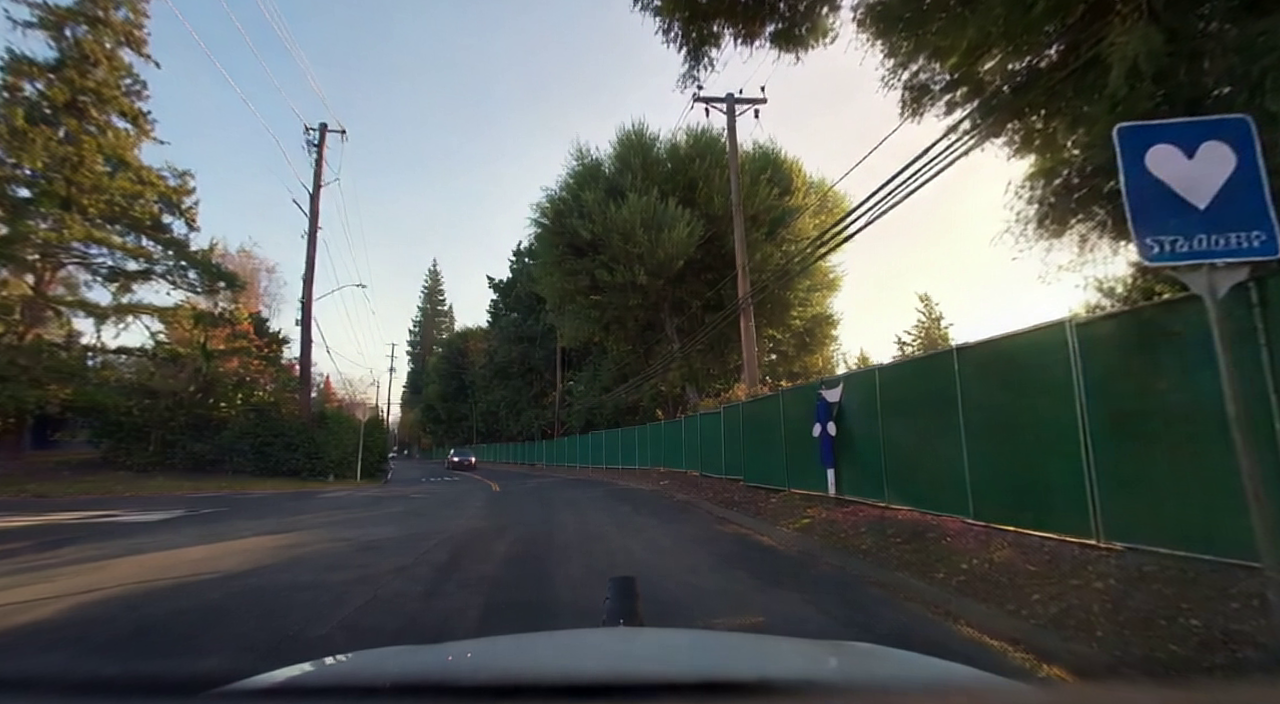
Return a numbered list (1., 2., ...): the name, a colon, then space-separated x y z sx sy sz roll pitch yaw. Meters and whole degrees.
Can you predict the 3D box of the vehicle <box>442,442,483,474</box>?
1. vehicle: -11.394 6.752 40.360 2.185 1.901 4.177 3 -9 -19
